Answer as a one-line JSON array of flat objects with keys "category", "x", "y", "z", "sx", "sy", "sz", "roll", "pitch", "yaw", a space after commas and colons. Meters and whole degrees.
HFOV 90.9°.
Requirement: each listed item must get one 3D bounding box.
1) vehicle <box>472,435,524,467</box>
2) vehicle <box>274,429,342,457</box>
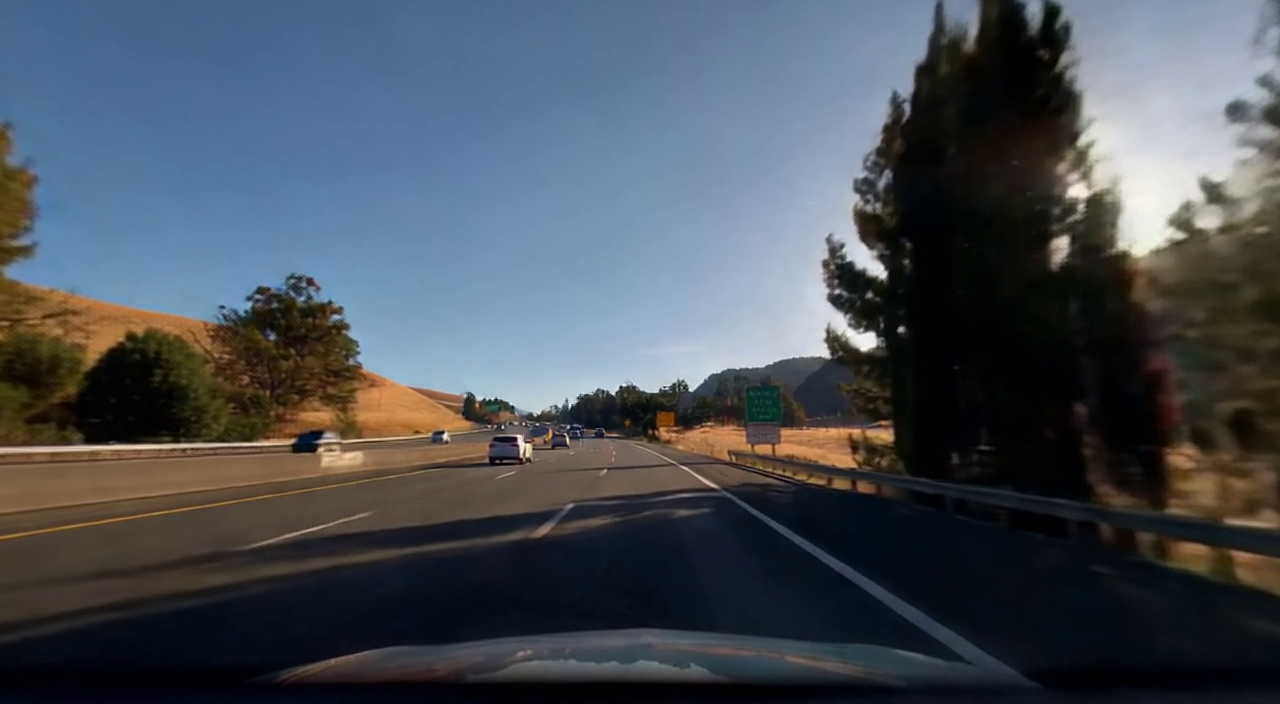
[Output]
[{"category": "vehicle", "x": -7.606, "y": 5.335, "z": 34.241, "sx": 1.931, "sy": 1.608, "sz": 3.977, "roll": 0, "pitch": -8, "yaw": -1}, {"category": "vehicle", "x": -21.366, "y": 5.878, "z": 40.805, "sx": 2.005, "sy": 1.716, "sz": 4.606, "roll": 0, "pitch": -8, "yaw": -2}]
